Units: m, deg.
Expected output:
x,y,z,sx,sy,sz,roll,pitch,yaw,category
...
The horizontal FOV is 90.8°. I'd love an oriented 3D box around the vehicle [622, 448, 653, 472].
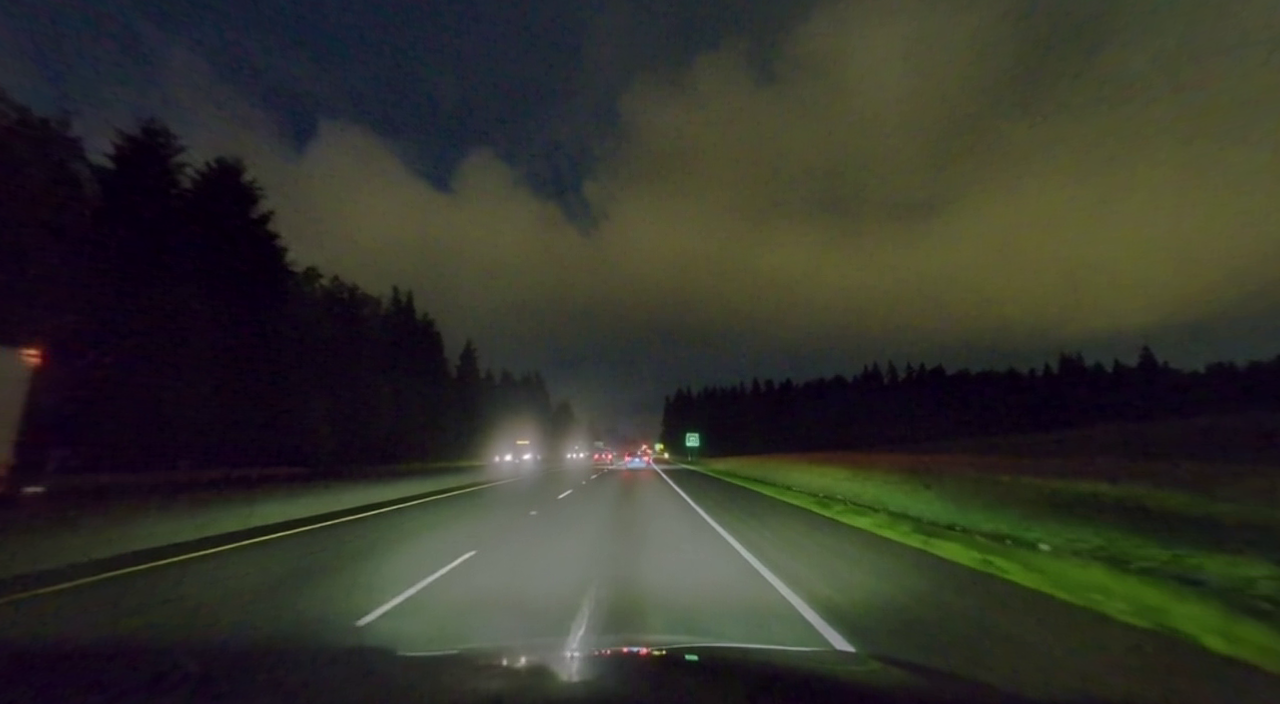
x,y,z,sx,sy,sz,roll,pitch,yaw,category
-0.155,6.699,39.222,1.853,1.436,3.438,0,-9,-1,vehicle
